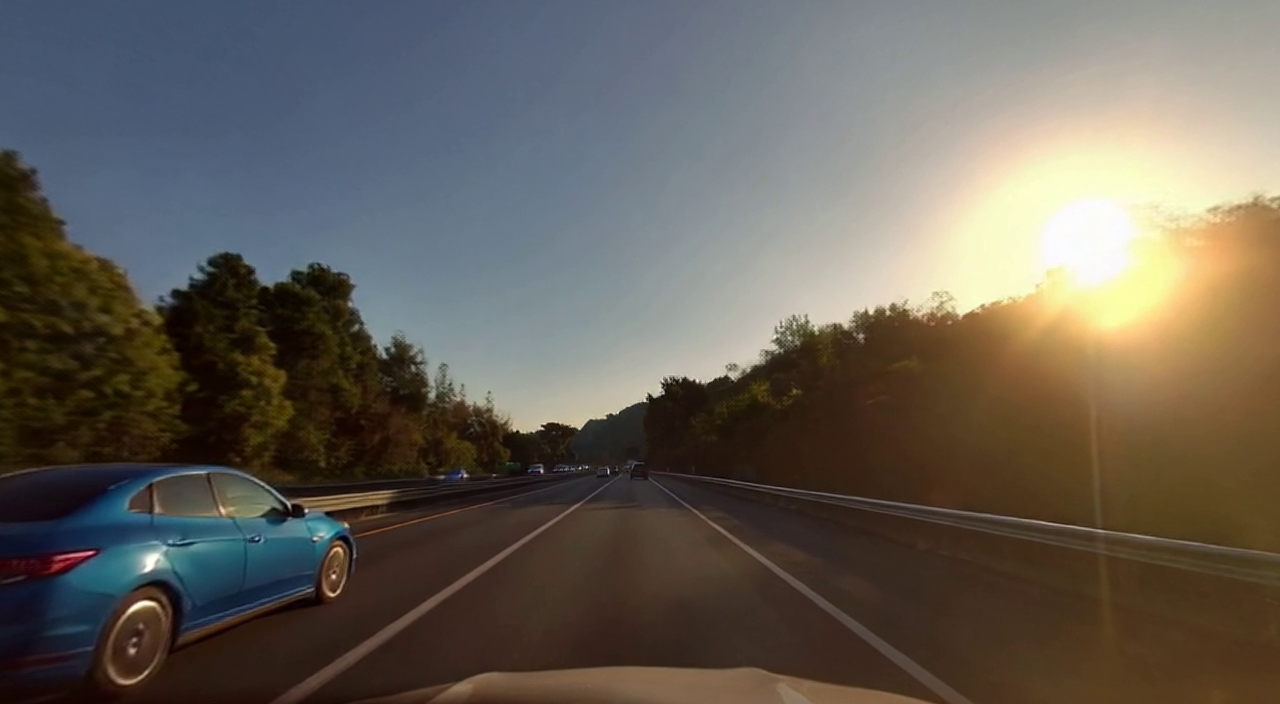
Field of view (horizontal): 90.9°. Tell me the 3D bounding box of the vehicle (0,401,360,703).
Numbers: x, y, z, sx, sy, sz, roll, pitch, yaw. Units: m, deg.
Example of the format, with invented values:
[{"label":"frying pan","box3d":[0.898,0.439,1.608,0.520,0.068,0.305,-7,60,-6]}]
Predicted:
[{"label":"vehicle","box3d":[-3.644,1.182,3.808,2.017,1.516,4.041,1,-11,0]}]
